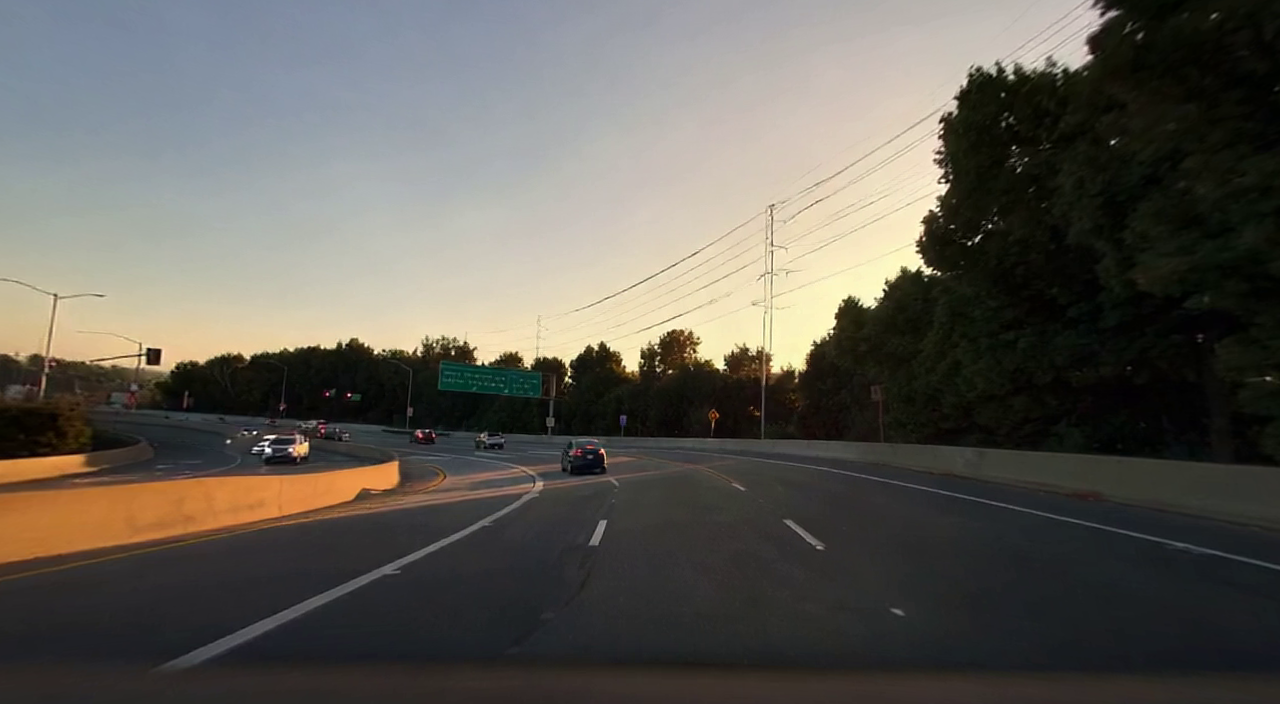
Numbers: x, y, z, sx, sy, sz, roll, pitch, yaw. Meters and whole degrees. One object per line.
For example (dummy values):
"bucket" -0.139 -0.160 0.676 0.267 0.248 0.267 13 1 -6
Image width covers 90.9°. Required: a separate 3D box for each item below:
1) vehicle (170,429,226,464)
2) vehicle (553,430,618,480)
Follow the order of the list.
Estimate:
"vehicle" -26.139 5.573 37.235 2.239 1.922 5.001 7 -11 -38
"vehicle" -2.213 3.933 24.359 2.140 1.724 4.304 1 -9 -10
